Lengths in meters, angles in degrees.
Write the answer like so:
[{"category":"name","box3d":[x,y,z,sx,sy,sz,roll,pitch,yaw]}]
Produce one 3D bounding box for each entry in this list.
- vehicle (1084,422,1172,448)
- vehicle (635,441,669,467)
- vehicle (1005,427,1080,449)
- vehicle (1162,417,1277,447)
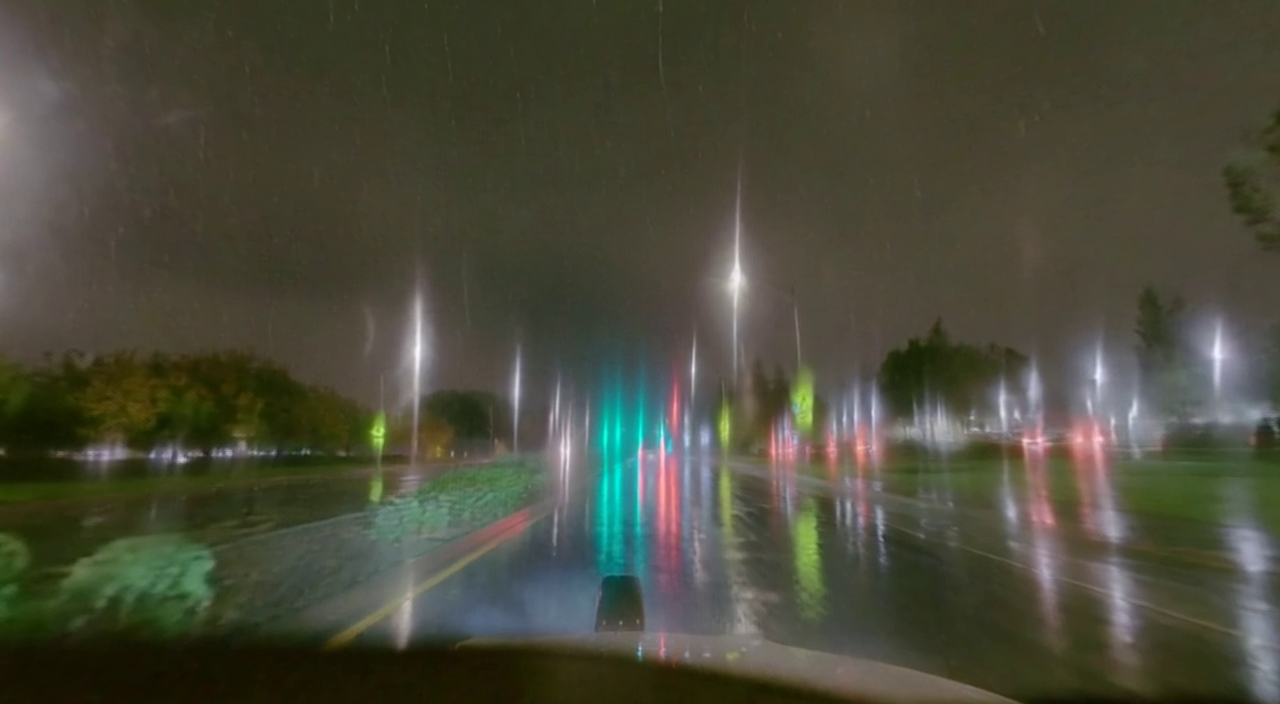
[{"category":"vehicle","box3d":[29.127,5.020,37.864,1.791,1.448,4.027,1,-9,-6]},{"category":"vehicle","box3d":[0.788,6.799,42.228,2.158,1.600,3.865,0,-8,0]},{"category":"vehicle","box3d":[28.010,6.061,44.142,1.847,1.451,4.470,1,-9,-8]},{"category":"vehicle","box3d":[29.816,4.193,32.704,1.762,1.463,4.144,1,-9,-7]}]
